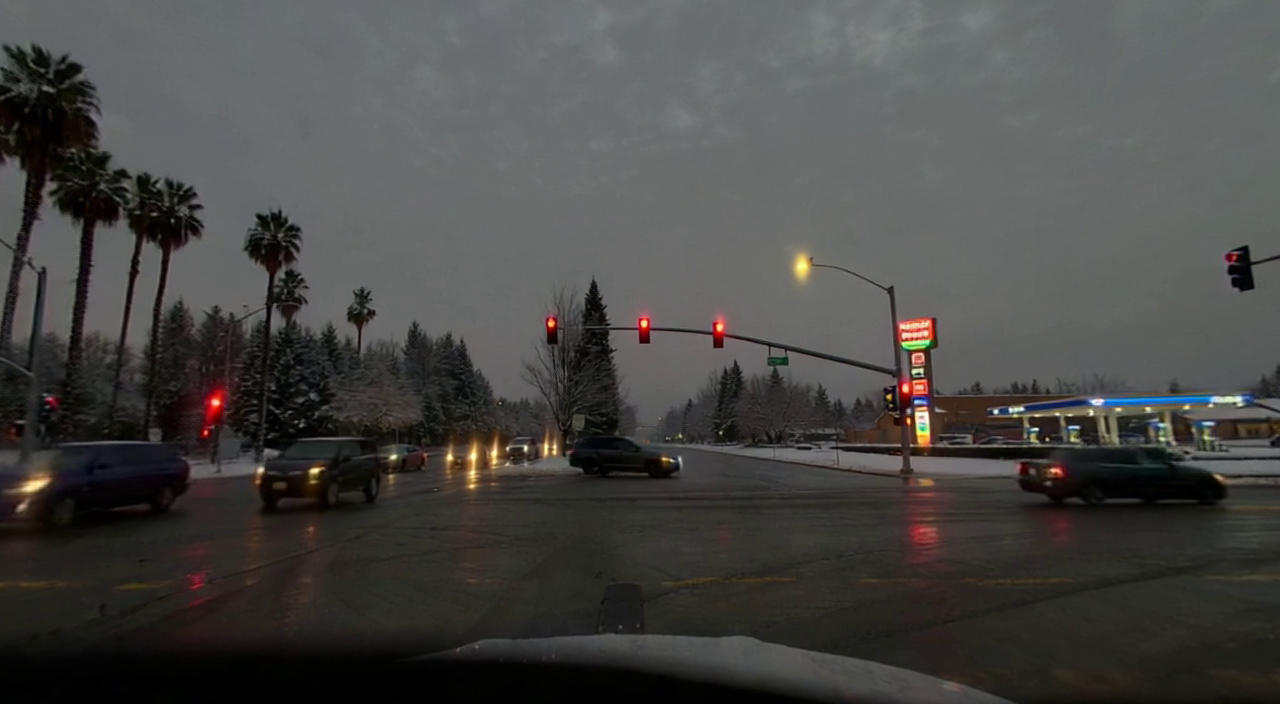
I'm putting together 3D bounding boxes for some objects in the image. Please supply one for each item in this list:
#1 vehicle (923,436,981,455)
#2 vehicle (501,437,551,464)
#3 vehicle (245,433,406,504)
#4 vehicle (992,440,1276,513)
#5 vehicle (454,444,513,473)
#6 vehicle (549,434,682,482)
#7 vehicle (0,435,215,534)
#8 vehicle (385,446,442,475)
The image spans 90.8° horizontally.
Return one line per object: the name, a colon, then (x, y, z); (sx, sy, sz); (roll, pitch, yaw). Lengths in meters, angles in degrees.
vehicle: (22.542, 6.765, 45.661); (3.356, 1.395, 1.559); (0, -9, -1)
vehicle: (-8.641, 7.569, 48.581); (2.609, 1.865, 5.875); (0, -9, 1)
vehicle: (-8.440, 3.151, 17.557); (2.124, 1.701, 4.551); (0, -9, 0)
vehicle: (10.833, 2.743, 14.236); (4.579, 1.464, 1.983); (-1, -9, 6)
vehicle: (-8.733, 5.981, 35.686); (2.034, 1.510, 4.647); (0, -9, 1)
vehicle: (-1.005, 4.095, 24.657); (4.892, 1.719, 1.929); (-5, -10, 31)
vehicle: (-11.802, 2.694, 13.533); (1.973, 1.712, 4.872); (0, -9, 0)
vehicle: (-11.944, 5.734, 33.530); (1.633, 1.460, 3.540); (0, -9, 0)
